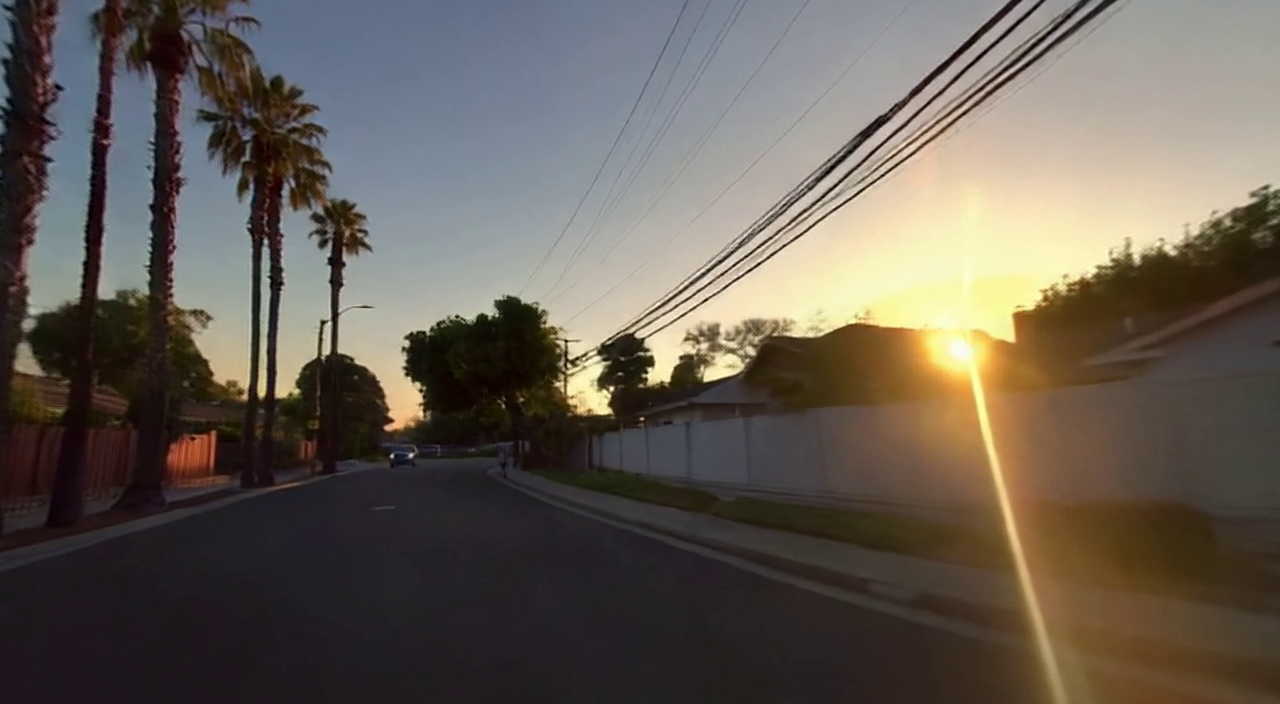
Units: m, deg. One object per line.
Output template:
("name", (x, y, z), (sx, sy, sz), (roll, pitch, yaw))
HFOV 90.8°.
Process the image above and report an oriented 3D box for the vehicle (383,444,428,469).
("vehicle", (-17.498, 7.823, 47.361), (2.208, 1.758, 4.529), (1, -8, -8))
